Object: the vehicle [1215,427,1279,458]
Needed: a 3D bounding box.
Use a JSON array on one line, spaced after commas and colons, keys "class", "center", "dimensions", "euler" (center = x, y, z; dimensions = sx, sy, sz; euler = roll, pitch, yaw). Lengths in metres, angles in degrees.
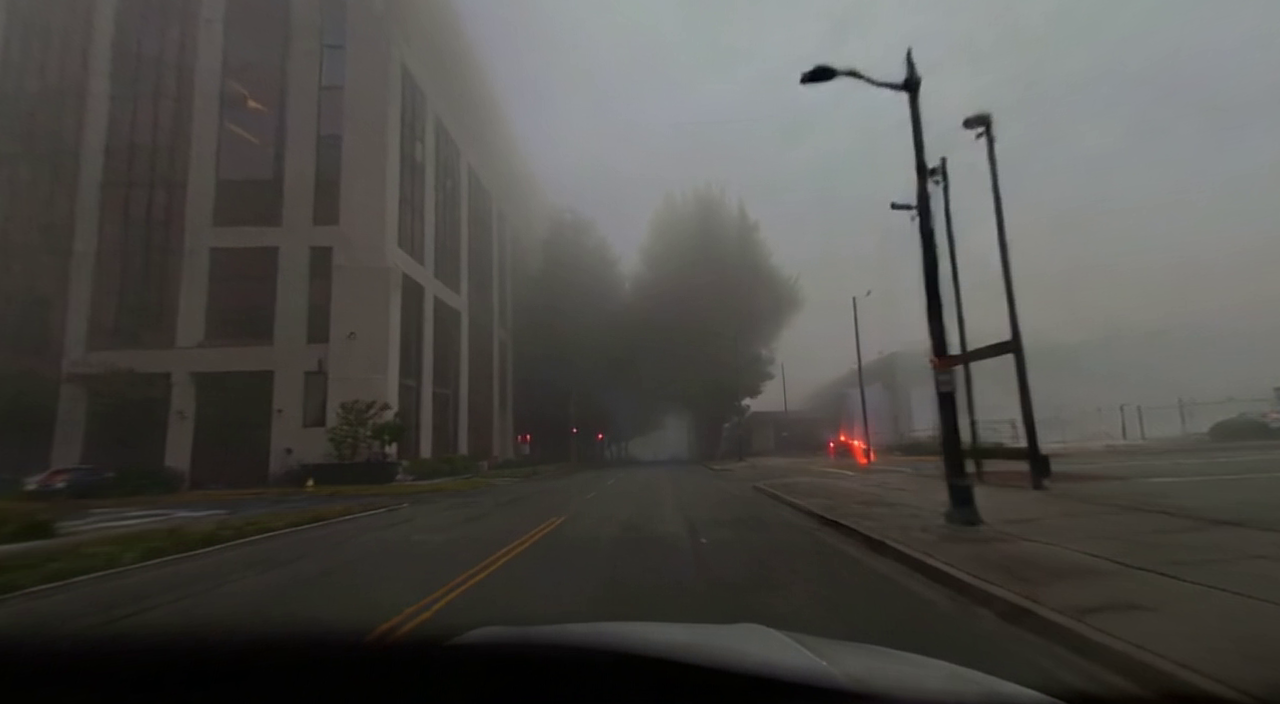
[{"class": "vehicle", "center": [32.418, 4.729, 32.747], "dimensions": [1.635, 1.503, 3.463], "euler": [-2, -9, 2]}]
